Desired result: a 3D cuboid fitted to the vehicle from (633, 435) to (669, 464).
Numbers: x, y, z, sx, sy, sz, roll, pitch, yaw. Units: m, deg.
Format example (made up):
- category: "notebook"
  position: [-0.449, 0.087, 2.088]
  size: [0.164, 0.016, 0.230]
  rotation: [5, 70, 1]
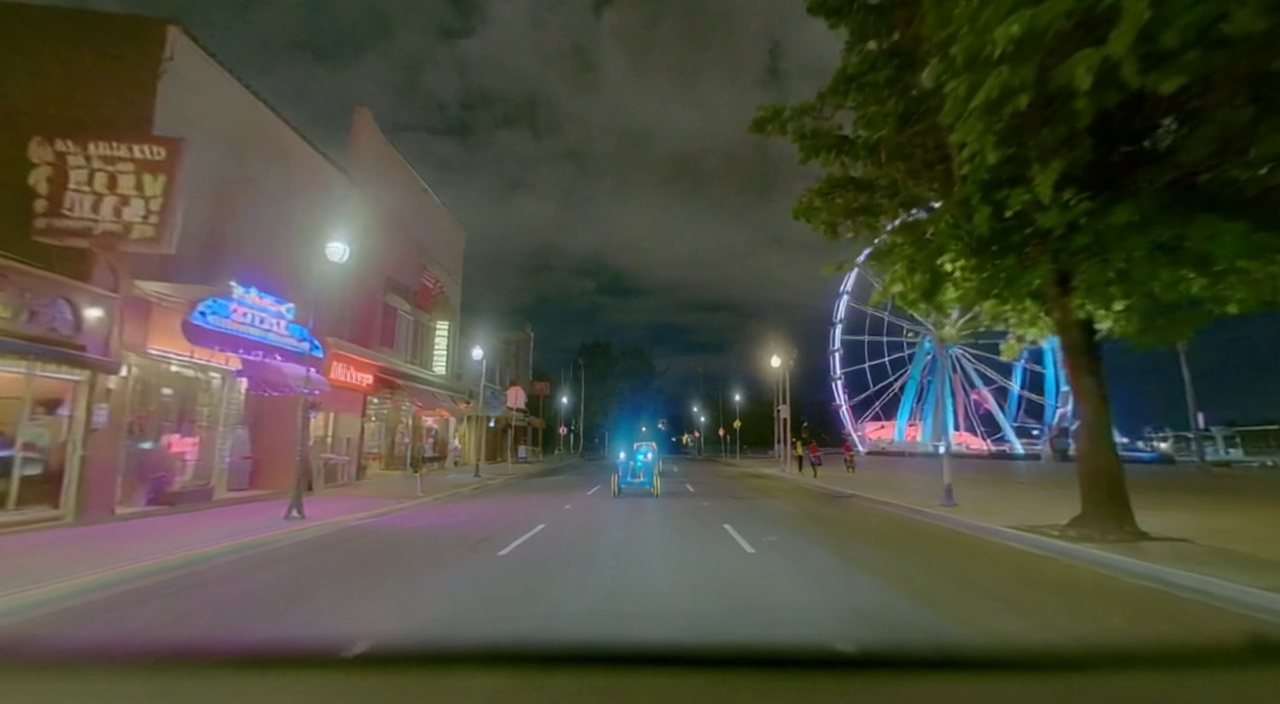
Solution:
- category: "vehicle"
  position: [0.706, 6.447, 41.621]
  size: [2.221, 1.773, 4.228]
  rotation: [0, -9, 1]
